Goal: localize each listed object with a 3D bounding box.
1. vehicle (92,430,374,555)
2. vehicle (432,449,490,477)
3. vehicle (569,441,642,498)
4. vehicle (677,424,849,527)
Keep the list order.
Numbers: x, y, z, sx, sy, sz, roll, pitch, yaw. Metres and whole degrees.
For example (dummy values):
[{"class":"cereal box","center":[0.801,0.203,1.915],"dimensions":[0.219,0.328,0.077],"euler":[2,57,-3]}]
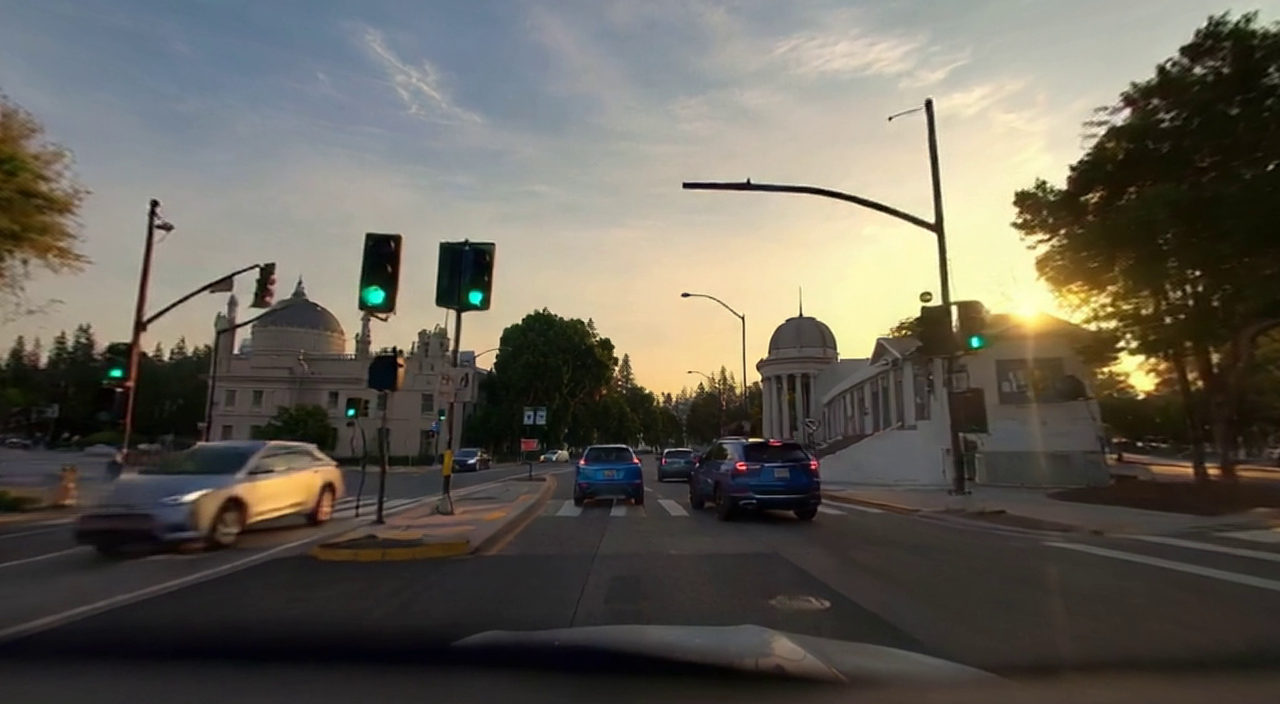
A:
[{"class":"vehicle","center":[-6.338,2.201,10.568],"dimensions":[2.092,1.629,4.133],"euler":[0,-9,-3]},{"class":"vehicle","center":[-10.756,6.687,38.251],"dimensions":[2.121,1.513,4.827],"euler":[-1,-9,0]},{"class":"vehicle","center":[-1.204,3.762,20.553],"dimensions":[2.132,1.632,3.889],"euler":[0,-9,-5]},{"class":"vehicle","center":[2.334,2.561,13.628],"dimensions":[2.320,1.772,4.872],"euler":[0,-9,-5]}]
